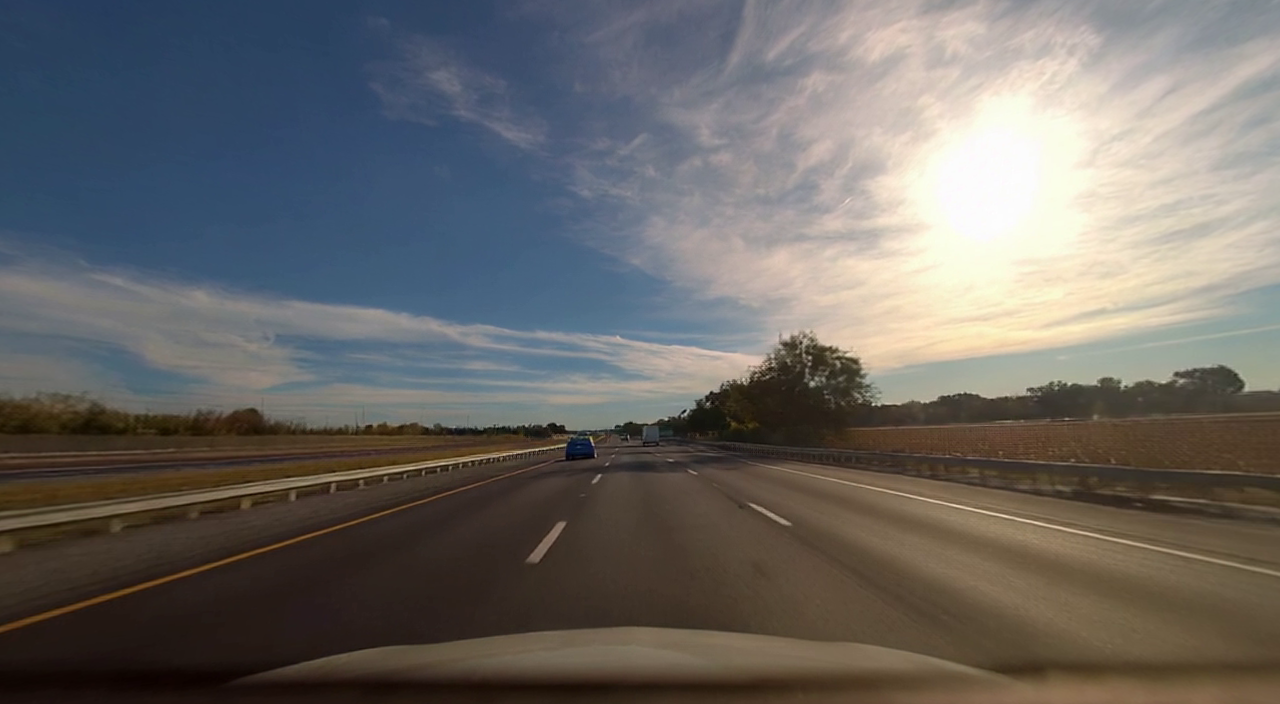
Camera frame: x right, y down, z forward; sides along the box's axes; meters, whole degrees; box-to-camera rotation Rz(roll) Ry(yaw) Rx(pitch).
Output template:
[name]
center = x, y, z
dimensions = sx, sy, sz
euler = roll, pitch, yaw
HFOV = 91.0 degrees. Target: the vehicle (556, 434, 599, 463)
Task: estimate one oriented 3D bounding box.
[vehicle]
center = -3.697, 5.773, 37.819
dimensions = 2.206, 1.604, 4.374
euler = 0, -8, -1
